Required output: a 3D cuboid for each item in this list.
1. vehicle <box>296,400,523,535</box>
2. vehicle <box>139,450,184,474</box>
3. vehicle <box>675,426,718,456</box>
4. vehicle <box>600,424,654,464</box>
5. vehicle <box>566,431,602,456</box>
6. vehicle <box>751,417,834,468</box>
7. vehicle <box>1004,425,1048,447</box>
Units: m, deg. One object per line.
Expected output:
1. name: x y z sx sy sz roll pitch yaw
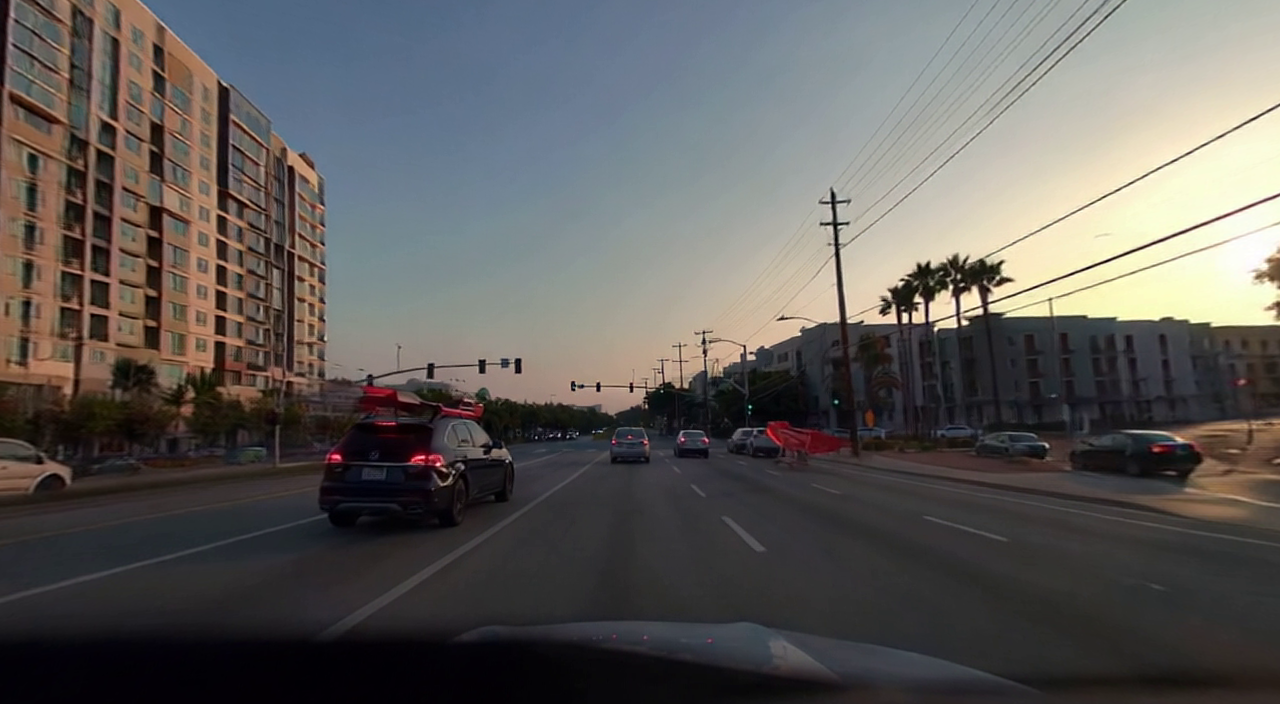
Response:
1. vehicle: -3.462 1.849 10.624 2.136 1.779 4.417 0 -8 0
2. vehicle: -32.566 7.441 43.059 1.879 1.448 4.729 5 -10 -31
3. vehicle: 3.169 5.123 36.111 1.975 1.598 4.025 0 -8 -1
4. vehicle: -0.589 4.252 29.164 2.302 1.681 4.217 0 -8 -1
5. vehicle: -3.546 5.891 40.751 1.973 1.504 3.895 0 -8 0
6. vehicle: 6.379 3.903 27.140 2.130 1.979 5.310 0 -8 -1
7. vehicle: 27.946 6.158 45.830 2.020 1.501 4.732 -4 -9 24
